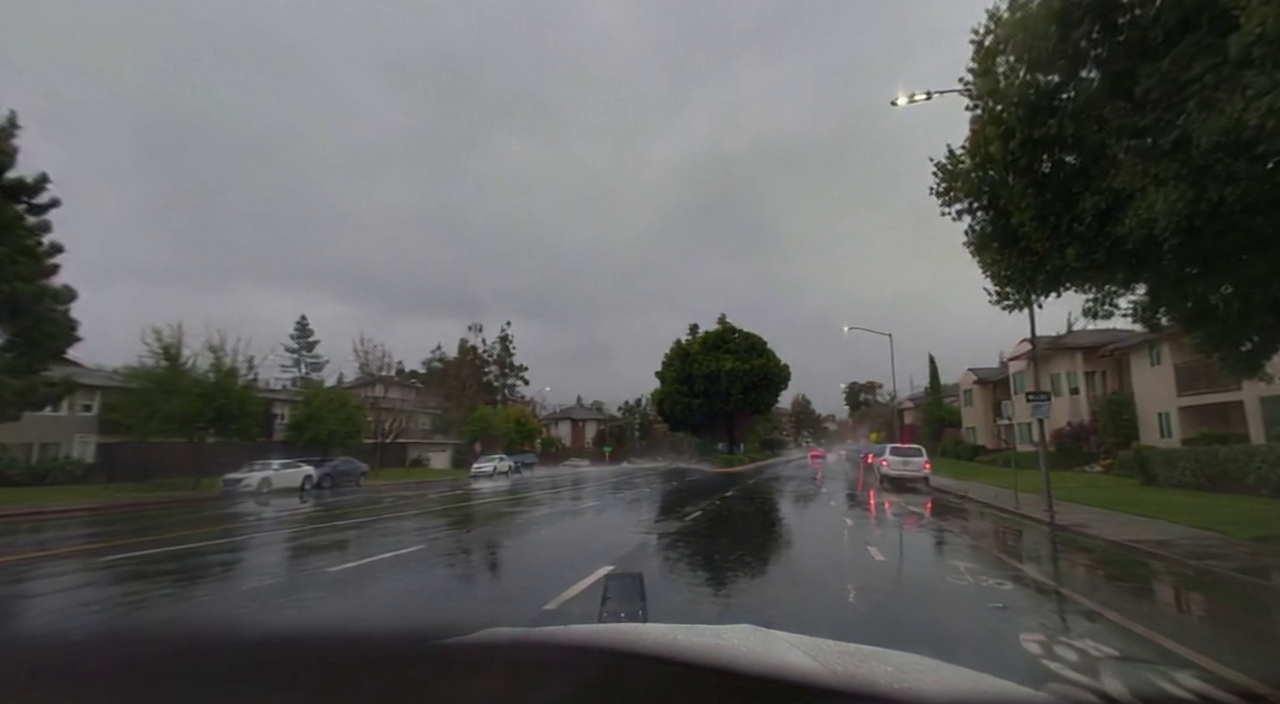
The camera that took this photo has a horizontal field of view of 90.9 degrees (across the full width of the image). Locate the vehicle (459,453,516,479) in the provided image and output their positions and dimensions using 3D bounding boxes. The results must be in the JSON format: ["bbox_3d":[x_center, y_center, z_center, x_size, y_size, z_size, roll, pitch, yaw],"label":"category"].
[{"bbox_3d":[-11.790,8.841,49.153,2.060,1.814,5.097,-3,-9,16],"label":"vehicle"}]

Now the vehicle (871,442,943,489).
[{"bbox_3d":[10.268,4.348,24.540,2.011,1.649,4.001,-3,-9,15],"label":"vehicle"}]

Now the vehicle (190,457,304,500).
[{"bbox_3d":[-17.630,5.662,28.576,1.809,1.677,4.253,-2,-9,13],"label":"vehicle"}]

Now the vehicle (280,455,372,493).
[{"bbox_3d":[-16.478,6.372,33.323,1.886,1.777,4.273,-3,-9,15],"label":"vehicle"}]
